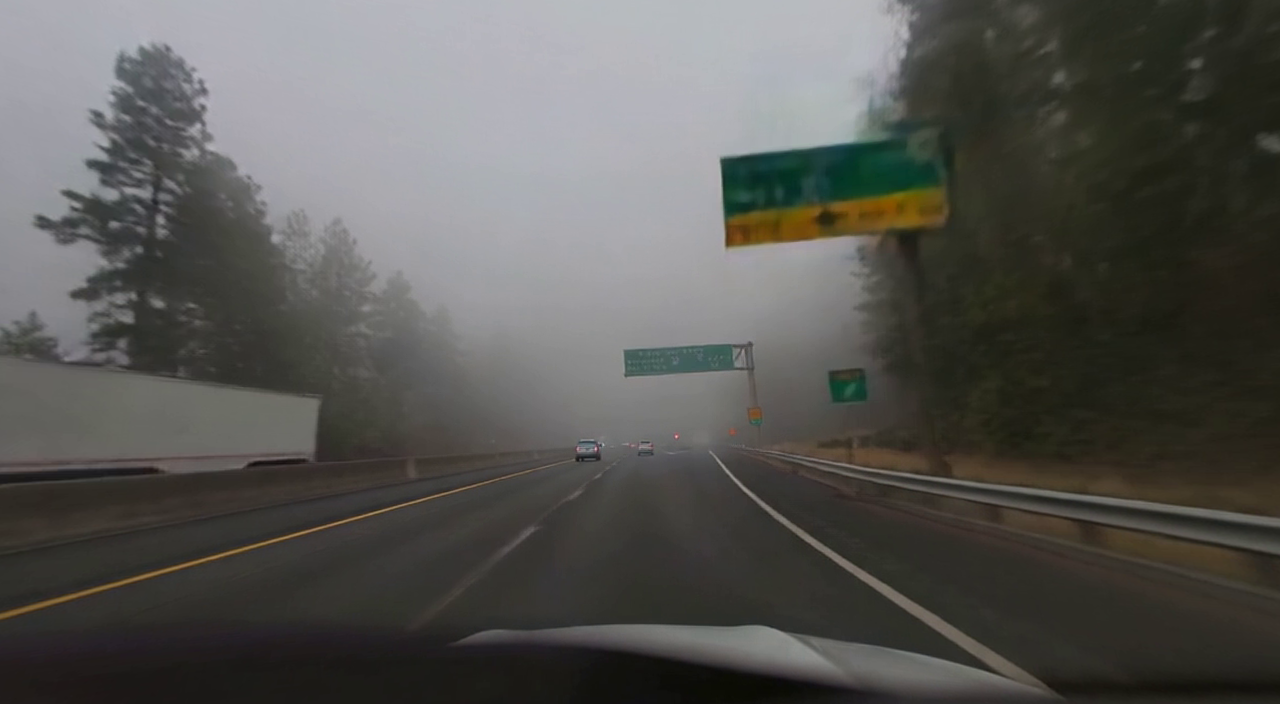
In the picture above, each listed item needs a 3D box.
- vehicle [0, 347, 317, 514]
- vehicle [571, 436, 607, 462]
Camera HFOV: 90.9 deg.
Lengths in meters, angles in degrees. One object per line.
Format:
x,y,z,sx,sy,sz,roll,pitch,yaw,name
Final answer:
-17.276,2.990,22.631,2.877,4.076,16.156,0,-8,0,vehicle
-3.613,6.967,45.324,2.129,1.742,4.217,0,-8,1,vehicle
